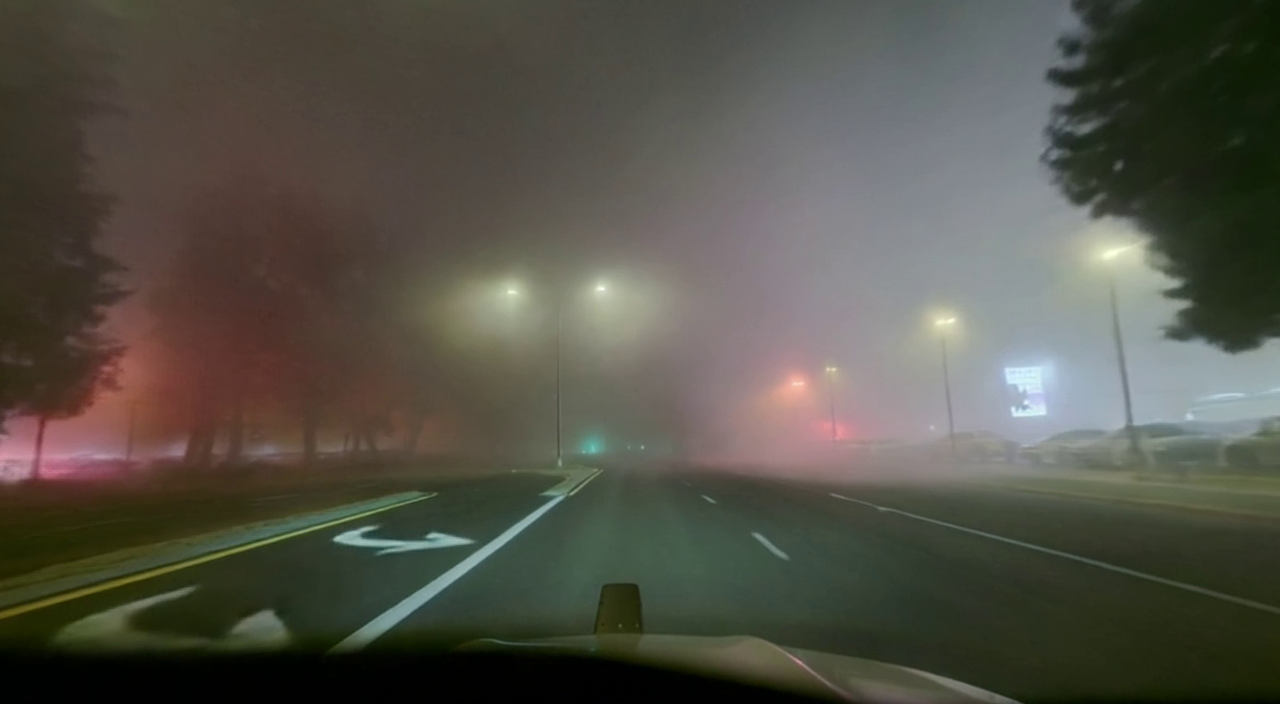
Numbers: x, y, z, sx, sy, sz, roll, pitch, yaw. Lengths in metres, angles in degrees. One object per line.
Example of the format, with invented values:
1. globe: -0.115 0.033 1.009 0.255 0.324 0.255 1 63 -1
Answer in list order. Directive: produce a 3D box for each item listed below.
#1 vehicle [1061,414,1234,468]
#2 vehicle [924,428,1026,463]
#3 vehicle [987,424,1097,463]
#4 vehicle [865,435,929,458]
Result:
1. vehicle: 17.624 3.181 22.344 1.912 1.646 4.870 -1 -9 -2
2. vehicle: 17.219 4.862 32.875 2.196 1.667 5.262 0 -8 -3
3. vehicle: 17.441 4.035 27.703 1.841 1.471 4.367 -2 -9 -1
4. vehicle: 18.984 6.985 46.572 4.515 1.606 1.910 5 -10 -30
